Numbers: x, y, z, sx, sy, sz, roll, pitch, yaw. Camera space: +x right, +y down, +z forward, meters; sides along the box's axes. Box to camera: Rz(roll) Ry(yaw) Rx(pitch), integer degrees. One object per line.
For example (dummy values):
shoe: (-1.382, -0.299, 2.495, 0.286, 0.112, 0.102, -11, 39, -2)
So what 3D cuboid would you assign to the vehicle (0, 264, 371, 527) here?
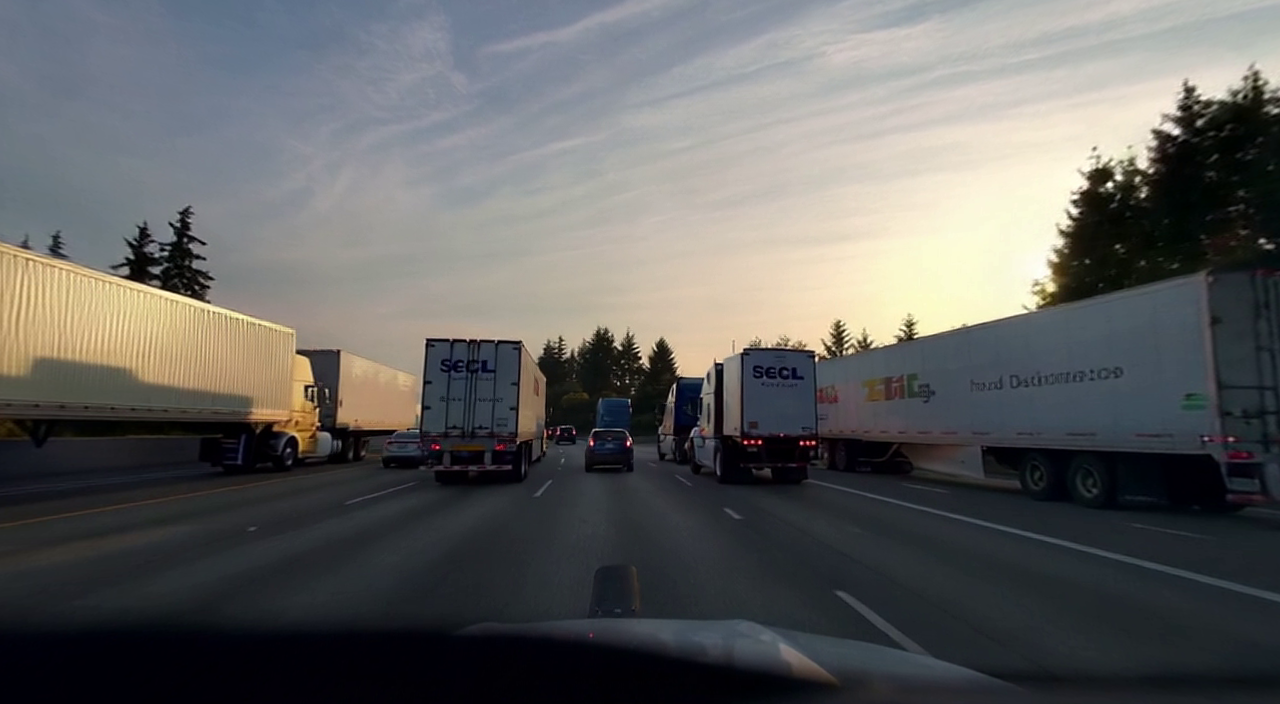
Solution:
vehicle: (-11.065, 0.981, 12.183, 2.867, 4.125, 14.026, -2, -8, 13)

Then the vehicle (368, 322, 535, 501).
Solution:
vehicle: (-4.717, 1.817, 17.857, 2.822, 3.788, 8.799, 1, -8, -6)

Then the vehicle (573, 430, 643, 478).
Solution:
vehicle: (-1.260, 3.602, 22.630, 2.060, 1.540, 4.374, 1, -8, -9)

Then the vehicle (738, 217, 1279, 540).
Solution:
vehicle: (7.242, 0.970, 12.901, 2.820, 4.084, 13.786, 4, -8, -26)
